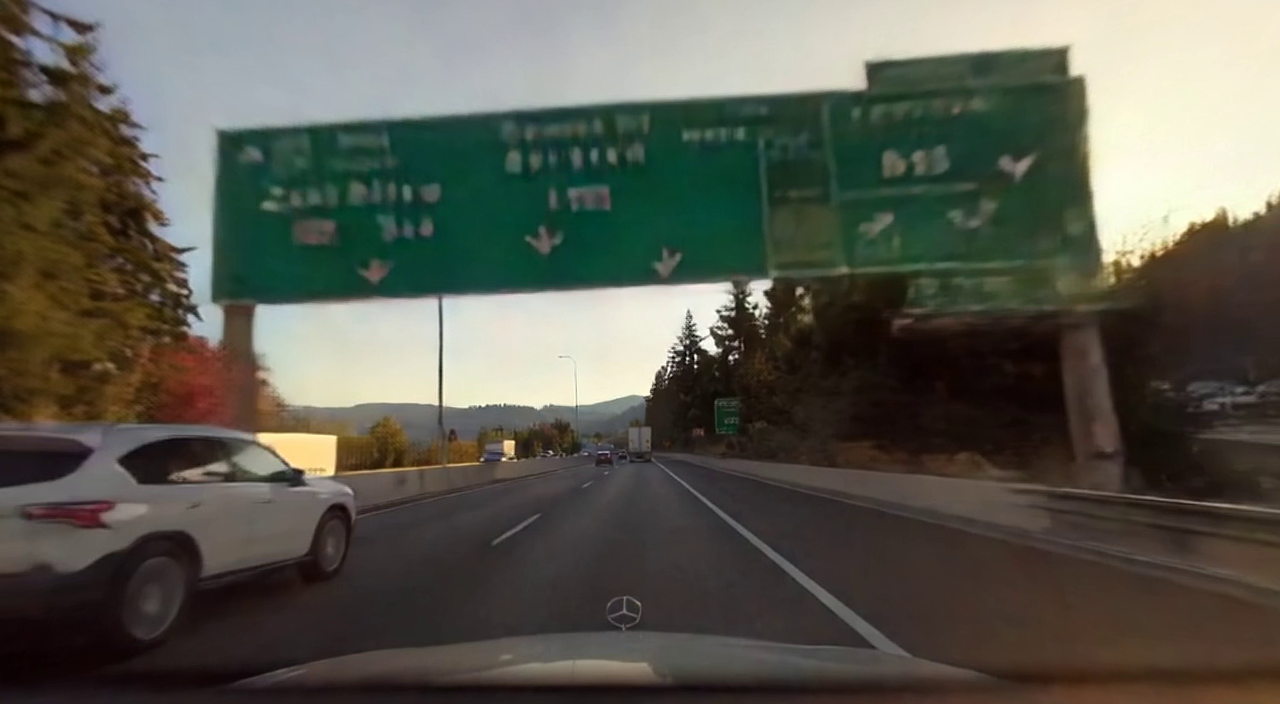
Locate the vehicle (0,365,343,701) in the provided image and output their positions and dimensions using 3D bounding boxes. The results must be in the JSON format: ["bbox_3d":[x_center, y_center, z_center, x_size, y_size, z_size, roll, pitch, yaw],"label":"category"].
[{"bbox_3d":[-4.581,1.255,5.067,2.079,1.845,4.654,0,-9,0],"label":"vehicle"}]
